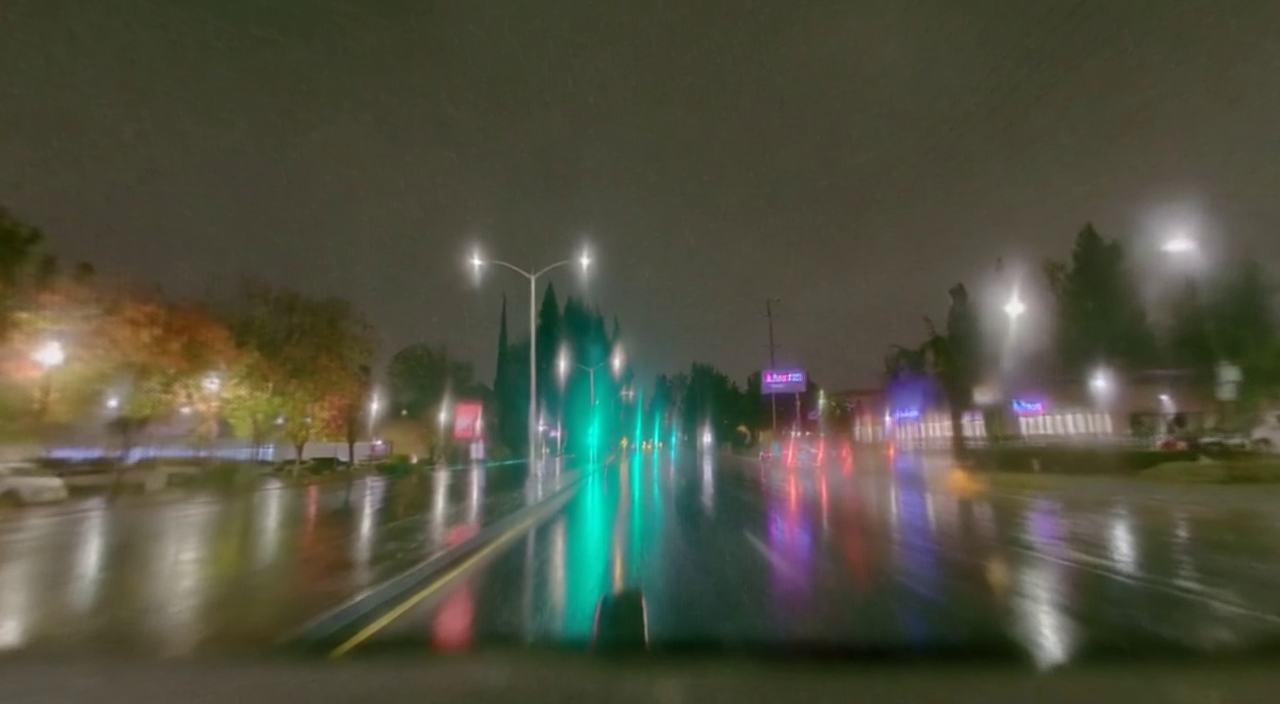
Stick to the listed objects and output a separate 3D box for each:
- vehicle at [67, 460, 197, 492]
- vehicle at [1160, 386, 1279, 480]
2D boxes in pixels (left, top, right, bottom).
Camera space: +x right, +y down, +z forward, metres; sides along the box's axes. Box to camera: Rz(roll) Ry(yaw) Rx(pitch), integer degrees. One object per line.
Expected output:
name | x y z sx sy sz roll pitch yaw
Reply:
vehicle | -26.371 6.419 33.039 4.810 1.465 2.056 3 -9 -22
vehicle | 25.640 3.358 25.814 2.718 3.538 7.077 0 -9 2
